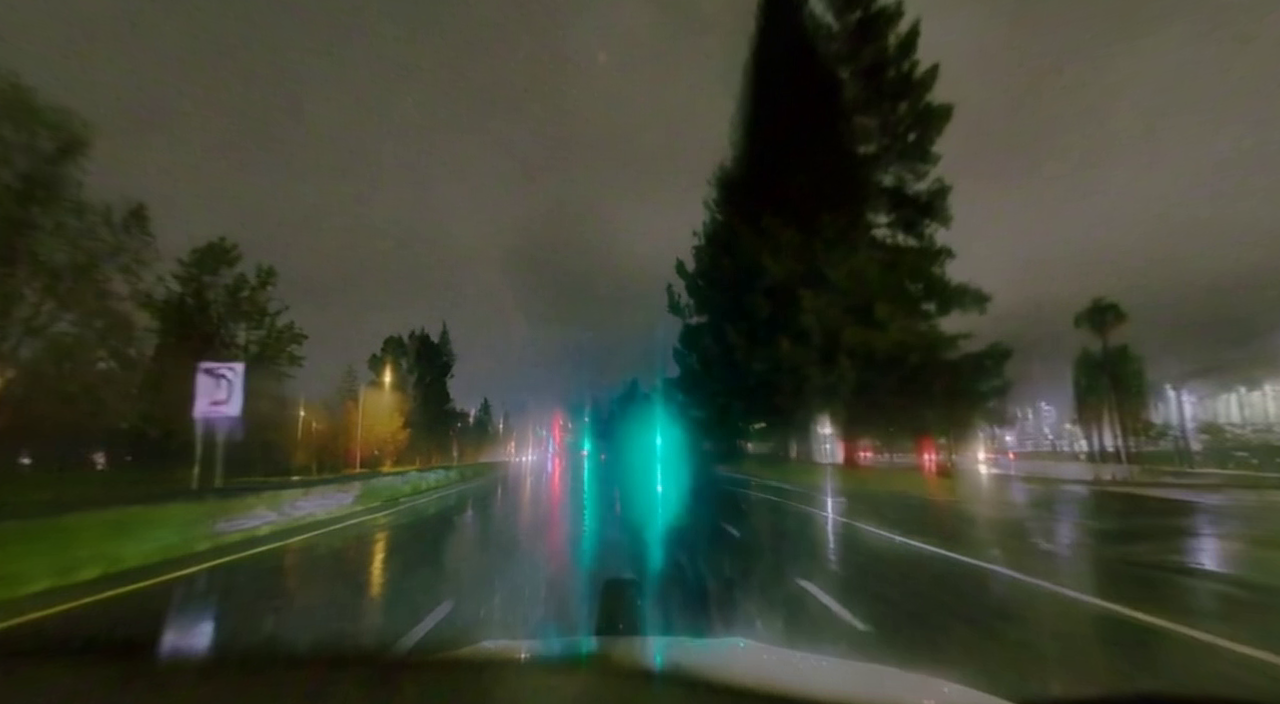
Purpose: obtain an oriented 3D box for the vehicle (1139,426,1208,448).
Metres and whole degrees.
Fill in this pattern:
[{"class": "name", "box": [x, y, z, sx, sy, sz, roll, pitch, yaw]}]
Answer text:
[{"class": "vehicle", "box": [41.757, 6.677, 49.610, 1.787, 1.584, 4.606, 0, -9, 7]}]
